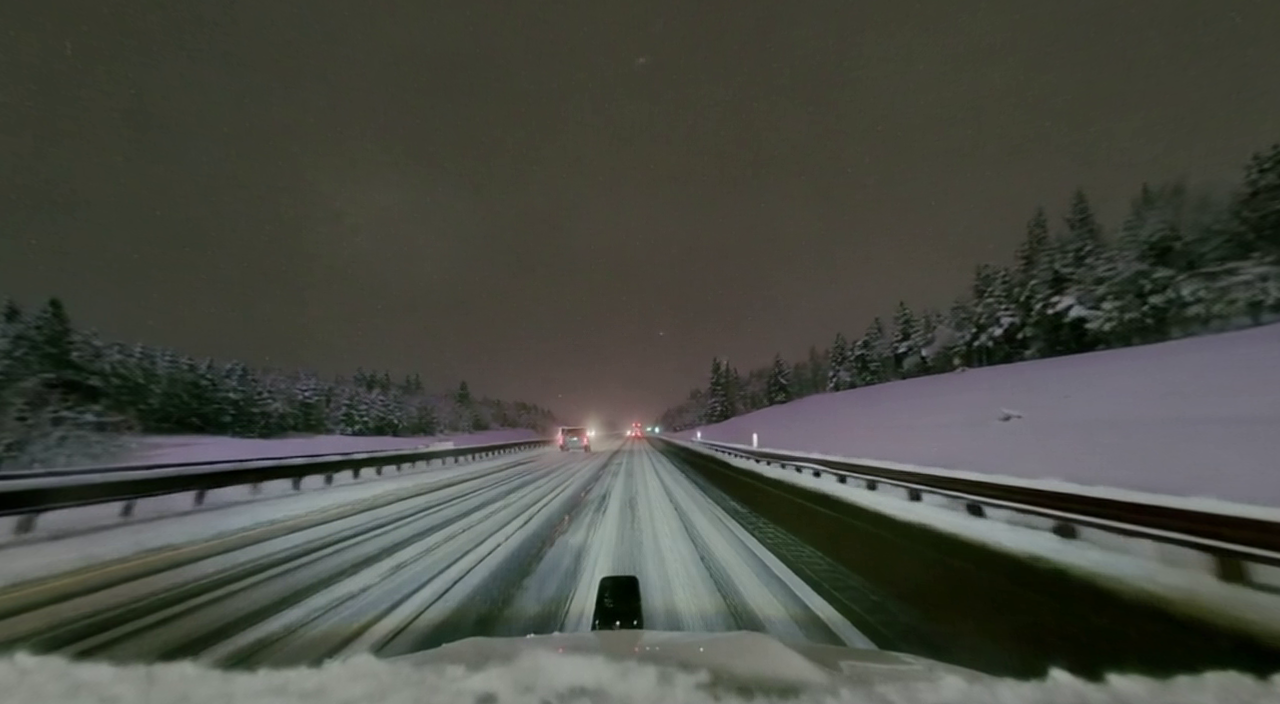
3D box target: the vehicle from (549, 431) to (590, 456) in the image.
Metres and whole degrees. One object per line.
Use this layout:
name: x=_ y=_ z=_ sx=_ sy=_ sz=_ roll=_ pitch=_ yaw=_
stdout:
vehicle: x=-4.542 y=5.974 z=41.364 sx=2.149 sy=1.532 sz=4.905 roll=0 pitch=-8 yaw=0
